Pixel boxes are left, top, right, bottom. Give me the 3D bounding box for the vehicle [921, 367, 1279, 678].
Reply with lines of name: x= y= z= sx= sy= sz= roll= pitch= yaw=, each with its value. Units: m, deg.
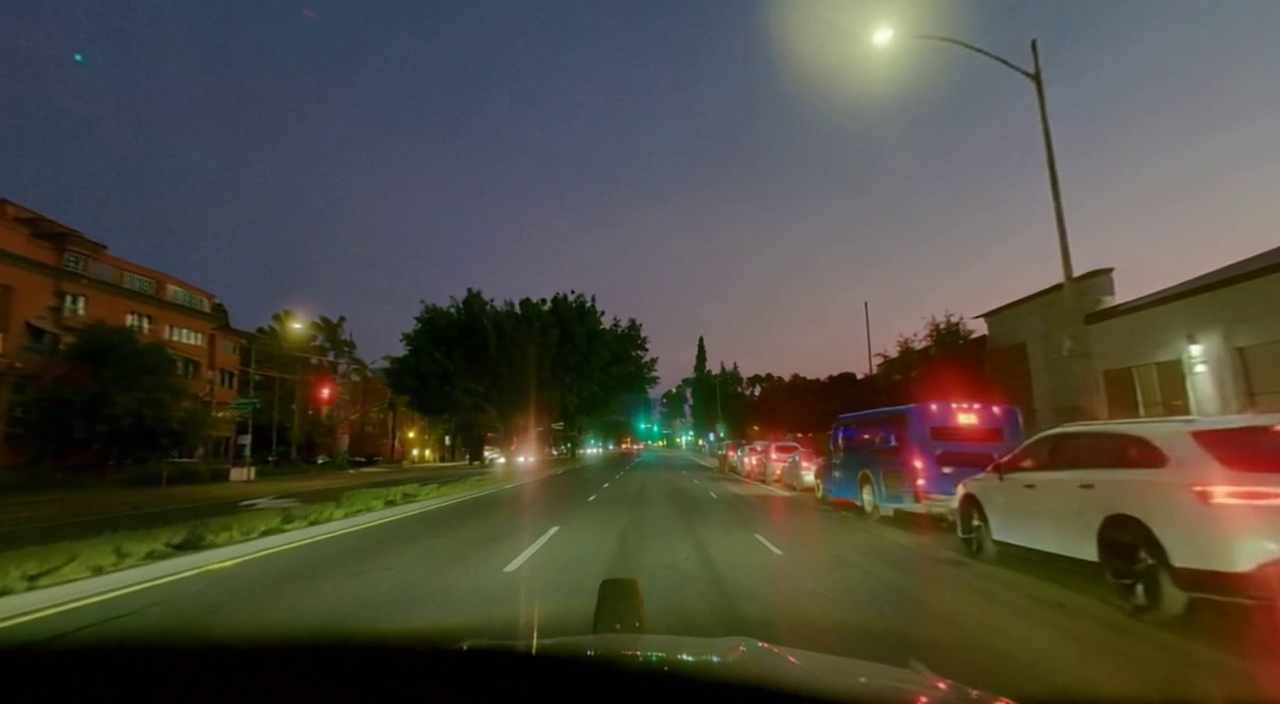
vehicle: x=4.818 y=1.292 z=5.855 sx=2.304 sy=1.760 sz=4.630 roll=0 pitch=-8 yaw=1
